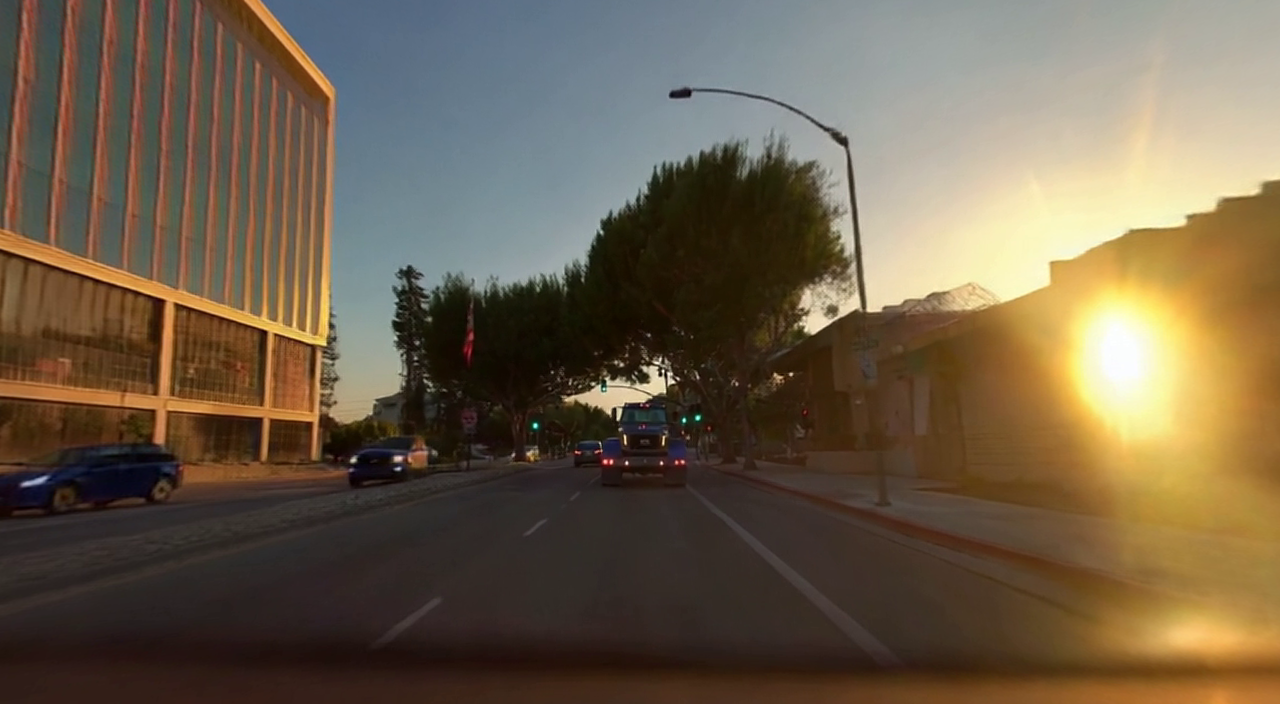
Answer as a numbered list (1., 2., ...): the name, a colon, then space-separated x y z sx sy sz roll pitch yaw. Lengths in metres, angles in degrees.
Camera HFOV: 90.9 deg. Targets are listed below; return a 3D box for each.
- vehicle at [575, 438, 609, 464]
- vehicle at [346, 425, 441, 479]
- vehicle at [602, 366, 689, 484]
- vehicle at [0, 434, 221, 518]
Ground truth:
1. vehicle: -3.271 6.883 43.804 2.081 1.688 4.235 0 -9 0
2. vehicle: -12.164 4.999 31.718 2.404 2.444 5.799 0 -9 0
3. vehicle: 0.194 2.989 24.321 2.552 3.461 11.044 -1 -9 0
4. vehicle: -15.176 3.377 17.939 2.225 1.946 6.187 0 -9 1
